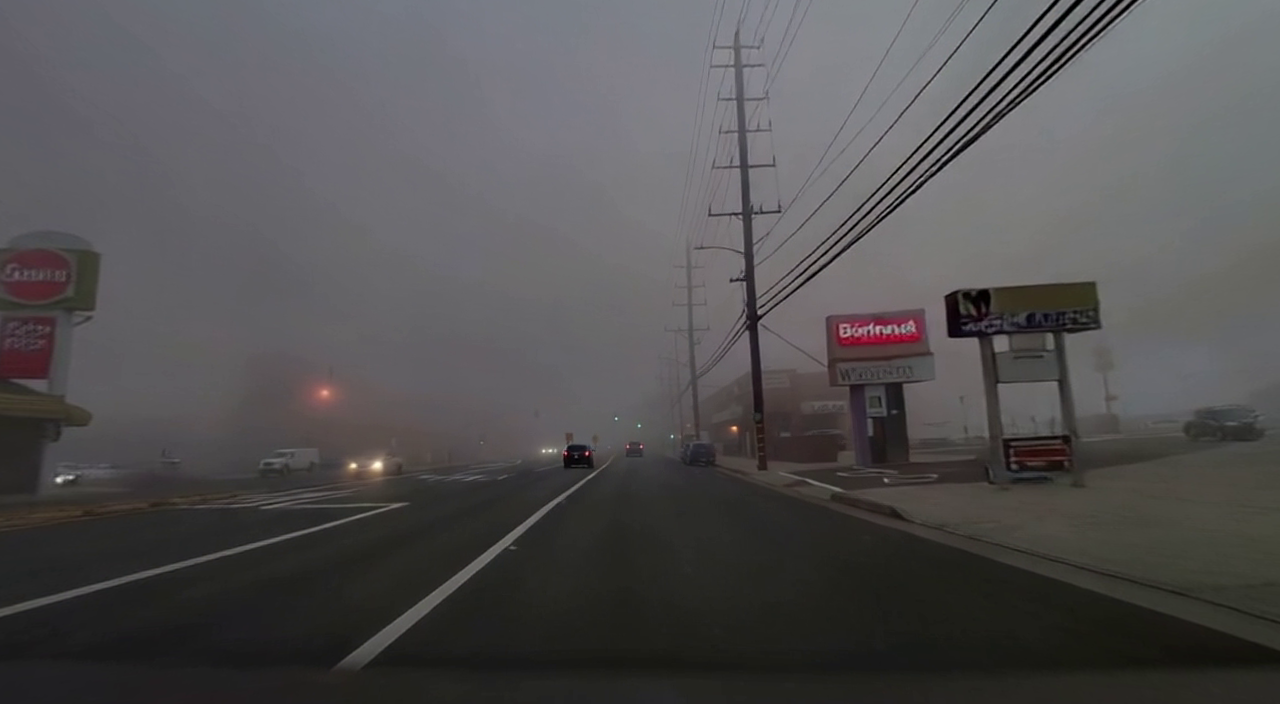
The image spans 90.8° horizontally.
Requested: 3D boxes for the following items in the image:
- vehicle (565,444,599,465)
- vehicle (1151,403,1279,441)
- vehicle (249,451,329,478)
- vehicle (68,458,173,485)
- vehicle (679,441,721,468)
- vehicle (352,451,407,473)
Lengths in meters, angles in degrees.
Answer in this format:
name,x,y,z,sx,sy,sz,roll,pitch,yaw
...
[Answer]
name,x,y,z,sx,sy,sz,roll,pitch,yaw
vehicle,-4.282,7.658,47.436,2.179,1.490,4.742,0,-9,-1
vehicle,33.591,4.139,36.745,2.071,1.958,5.485,4,-10,-27
vehicle,-25.299,8.083,45.726,2.239,1.802,4.652,-4,-9,21
vehicle,-32.390,7.426,39.470,4.720,1.556,2.070,0,-9,1
vehicle,3.525,6.131,37.983,1.922,1.507,4.824,0,-9,-1
vehicle,-18.535,7.817,45.153,1.990,1.500,4.467,0,-9,0
